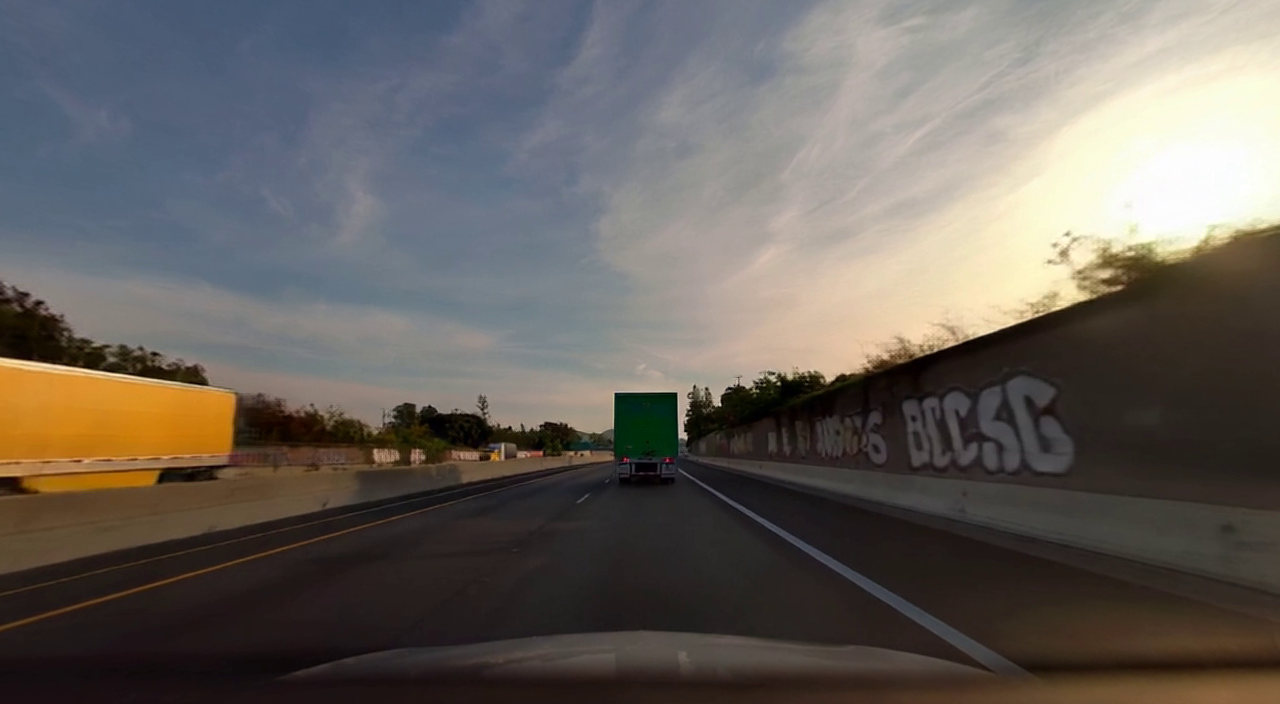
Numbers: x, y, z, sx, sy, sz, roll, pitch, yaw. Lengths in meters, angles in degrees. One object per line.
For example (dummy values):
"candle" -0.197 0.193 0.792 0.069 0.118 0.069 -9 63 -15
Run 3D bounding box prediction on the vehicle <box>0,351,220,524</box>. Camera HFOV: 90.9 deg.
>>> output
"vehicle" -16.615 2.134 15.585 2.882 4.051 13.808 0 -9 0

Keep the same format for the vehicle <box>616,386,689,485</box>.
"vehicle" 0.296 4.122 30.364 2.900 3.955 10.151 0 -9 -2
